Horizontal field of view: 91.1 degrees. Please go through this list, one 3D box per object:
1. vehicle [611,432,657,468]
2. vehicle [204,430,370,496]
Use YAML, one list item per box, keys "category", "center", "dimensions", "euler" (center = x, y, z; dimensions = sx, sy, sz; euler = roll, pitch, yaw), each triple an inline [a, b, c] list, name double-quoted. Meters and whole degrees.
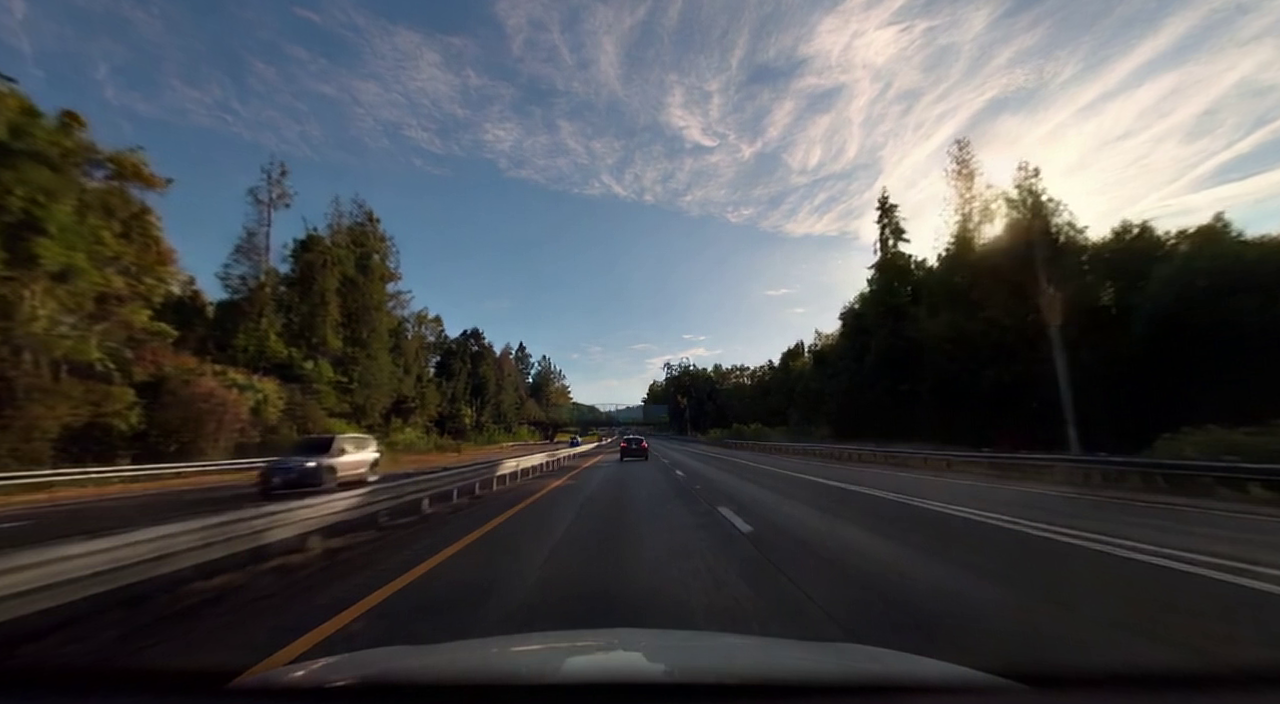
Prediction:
- category: "vehicle"
  center: [-0.296, 4.347, 28.118]
  dimensions: [1.897, 1.479, 3.724]
  euler: [0, -8, -2]
- category: "vehicle"
  center: [-9.286, 2.915, 17.082]
  dimensions: [1.963, 1.528, 4.497]
  euler: [0, -8, -1]
